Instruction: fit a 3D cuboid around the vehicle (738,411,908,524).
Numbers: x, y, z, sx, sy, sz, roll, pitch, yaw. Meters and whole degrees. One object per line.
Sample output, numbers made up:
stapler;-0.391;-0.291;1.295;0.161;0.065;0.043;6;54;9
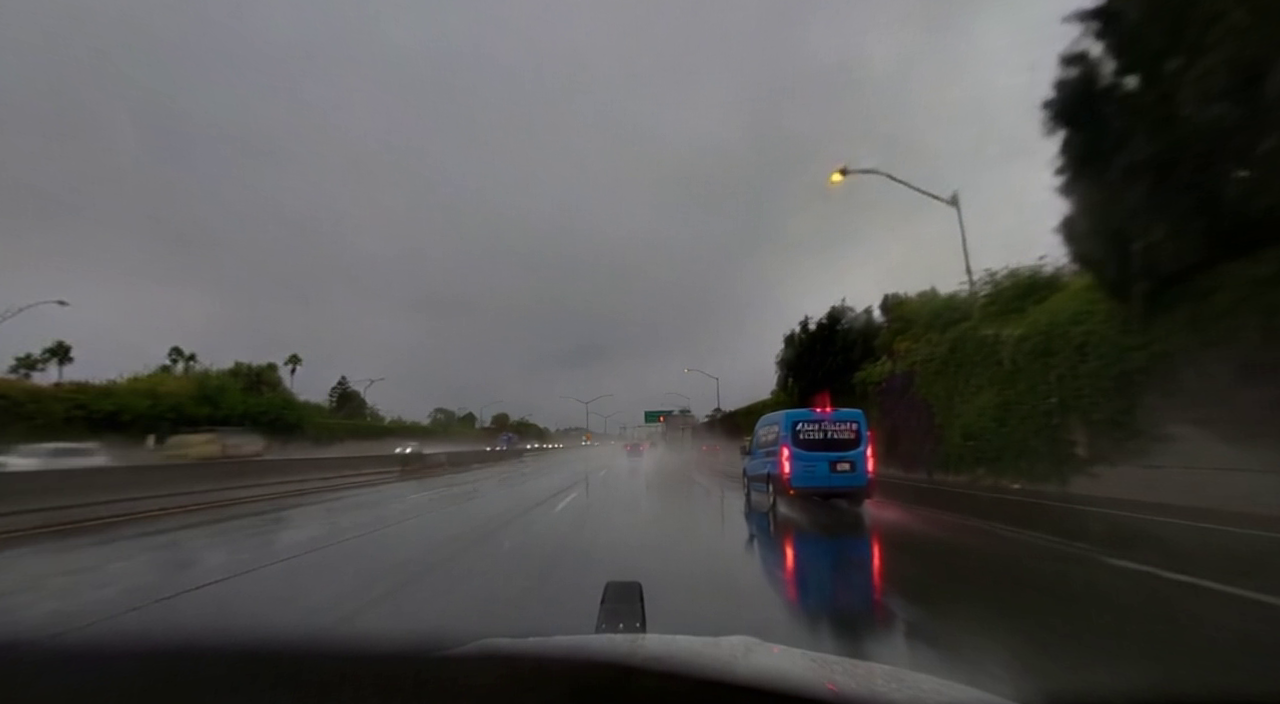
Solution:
vehicle;3.554;2.365;13.422;2.035;1.931;4.841;0;-9;-2
